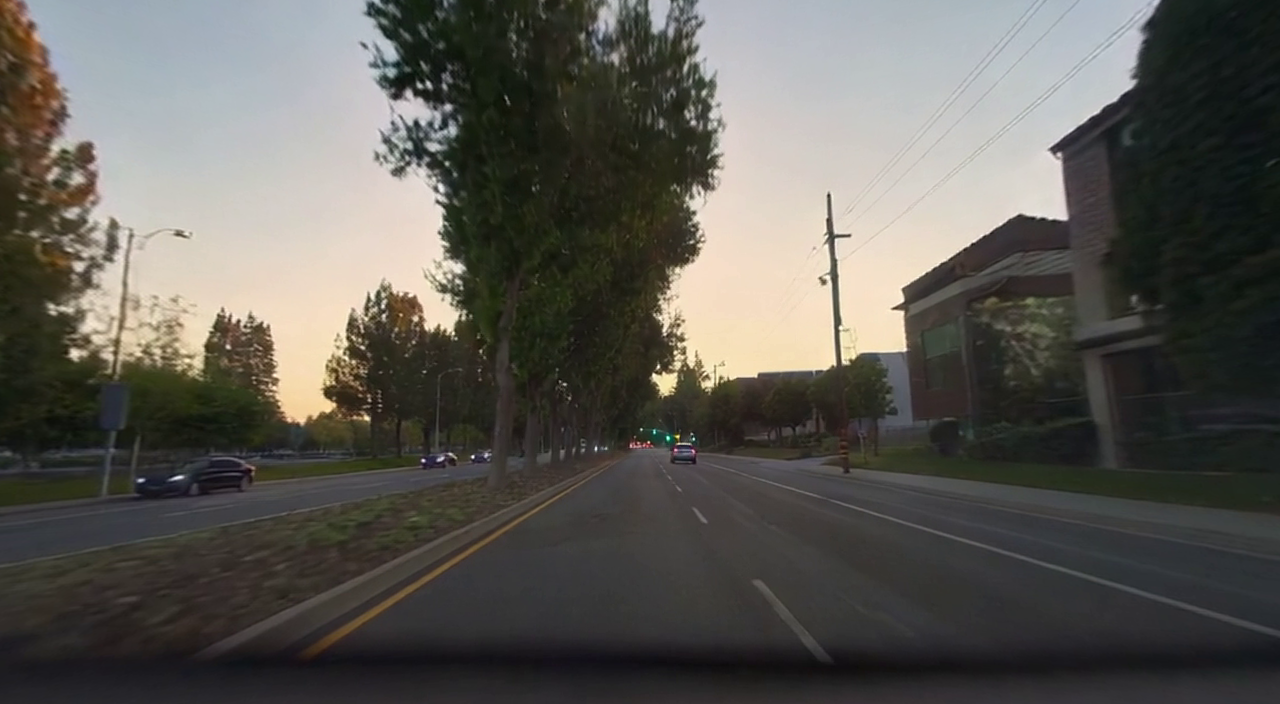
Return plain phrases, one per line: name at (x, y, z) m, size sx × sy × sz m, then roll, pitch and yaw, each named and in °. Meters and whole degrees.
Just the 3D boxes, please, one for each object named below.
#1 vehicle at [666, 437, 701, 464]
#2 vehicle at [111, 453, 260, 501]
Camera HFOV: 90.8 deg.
vehicle at (3.085, 7.147, 46.135) m, size 2.085 × 1.828 × 5.383 m, roll 0°, pitch -8°, yaw -1°
vehicle at (-17.018, 4.666, 24.037) m, size 1.973 × 1.536 × 4.871 m, roll 0°, pitch -8°, yaw 1°
